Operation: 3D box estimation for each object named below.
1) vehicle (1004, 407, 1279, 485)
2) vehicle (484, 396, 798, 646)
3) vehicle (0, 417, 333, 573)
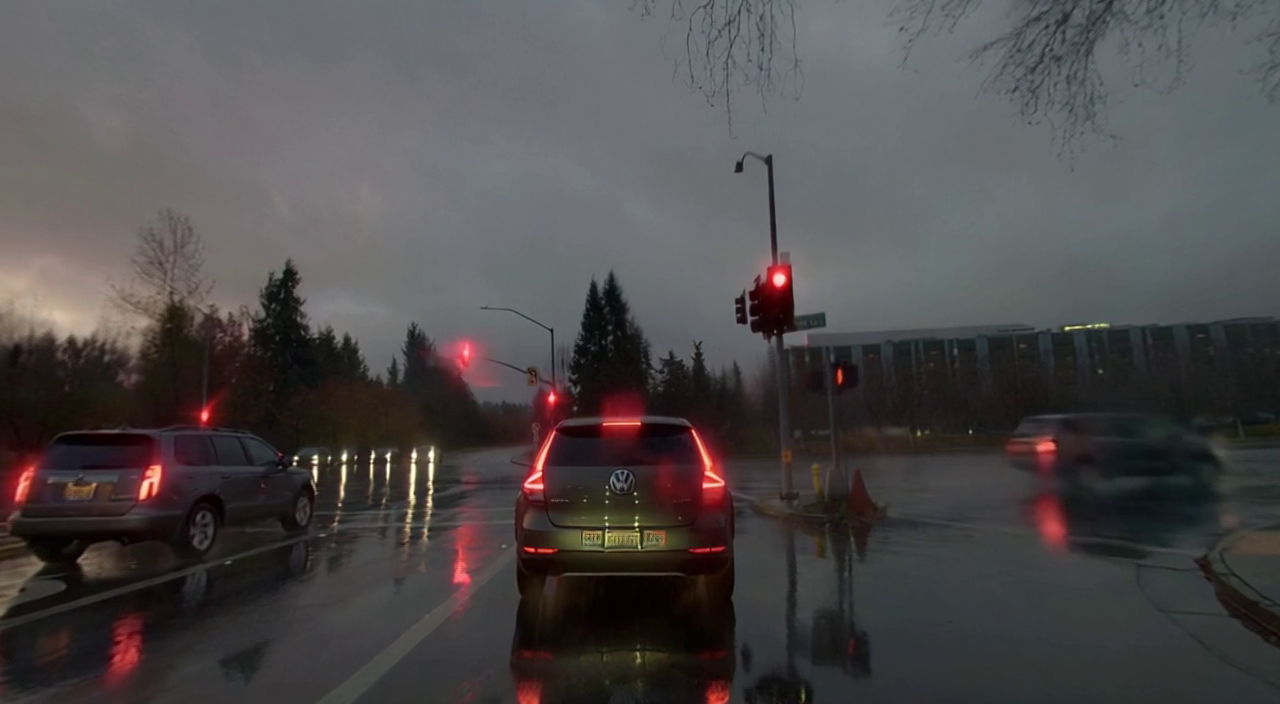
[{"bbox_3d":[13.077,2.466,16.482,5.623,1.843,2.147,-1,-9,8],"label":"vehicle"},{"bbox_3d":[-0.143,1.456,6.457,2.154,1.670,4.140,1,-9,-5],"label":"vehicle"},{"bbox_3d":[-6.391,1.896,9.126,2.020,1.695,4.187,1,-9,-5],"label":"vehicle"}]
